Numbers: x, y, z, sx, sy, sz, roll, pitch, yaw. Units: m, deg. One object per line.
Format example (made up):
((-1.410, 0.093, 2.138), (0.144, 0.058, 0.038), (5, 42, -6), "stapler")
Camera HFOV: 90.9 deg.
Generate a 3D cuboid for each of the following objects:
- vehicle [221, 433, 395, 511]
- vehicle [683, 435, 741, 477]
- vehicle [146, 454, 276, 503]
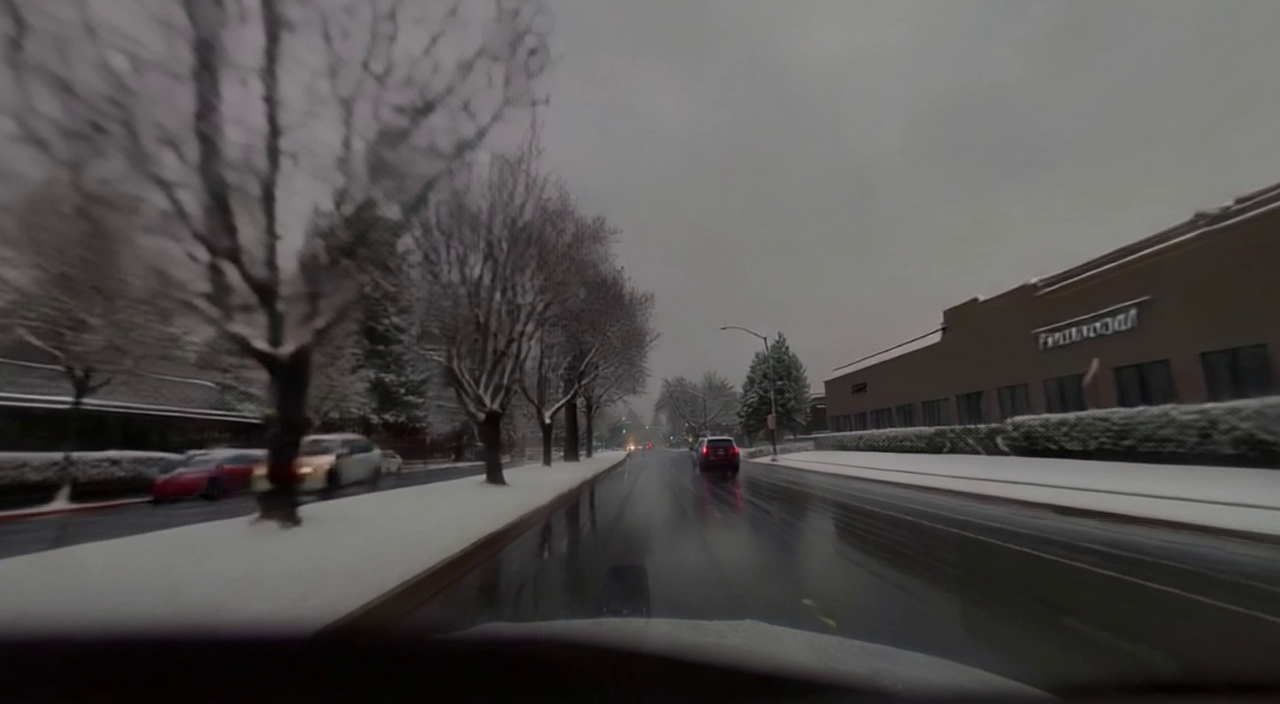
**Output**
((-8.426, 3.070, 16.601), (2.040, 1.729, 4.566), (0, -9, 1), "vehicle")
((3.265, 4.822, 29.451), (2.143, 1.759, 4.378), (0, -9, -1), "vehicle")
((-16.406, 4.819, 24.459), (1.848, 1.641, 4.644), (0, -8, -1), "vehicle")
